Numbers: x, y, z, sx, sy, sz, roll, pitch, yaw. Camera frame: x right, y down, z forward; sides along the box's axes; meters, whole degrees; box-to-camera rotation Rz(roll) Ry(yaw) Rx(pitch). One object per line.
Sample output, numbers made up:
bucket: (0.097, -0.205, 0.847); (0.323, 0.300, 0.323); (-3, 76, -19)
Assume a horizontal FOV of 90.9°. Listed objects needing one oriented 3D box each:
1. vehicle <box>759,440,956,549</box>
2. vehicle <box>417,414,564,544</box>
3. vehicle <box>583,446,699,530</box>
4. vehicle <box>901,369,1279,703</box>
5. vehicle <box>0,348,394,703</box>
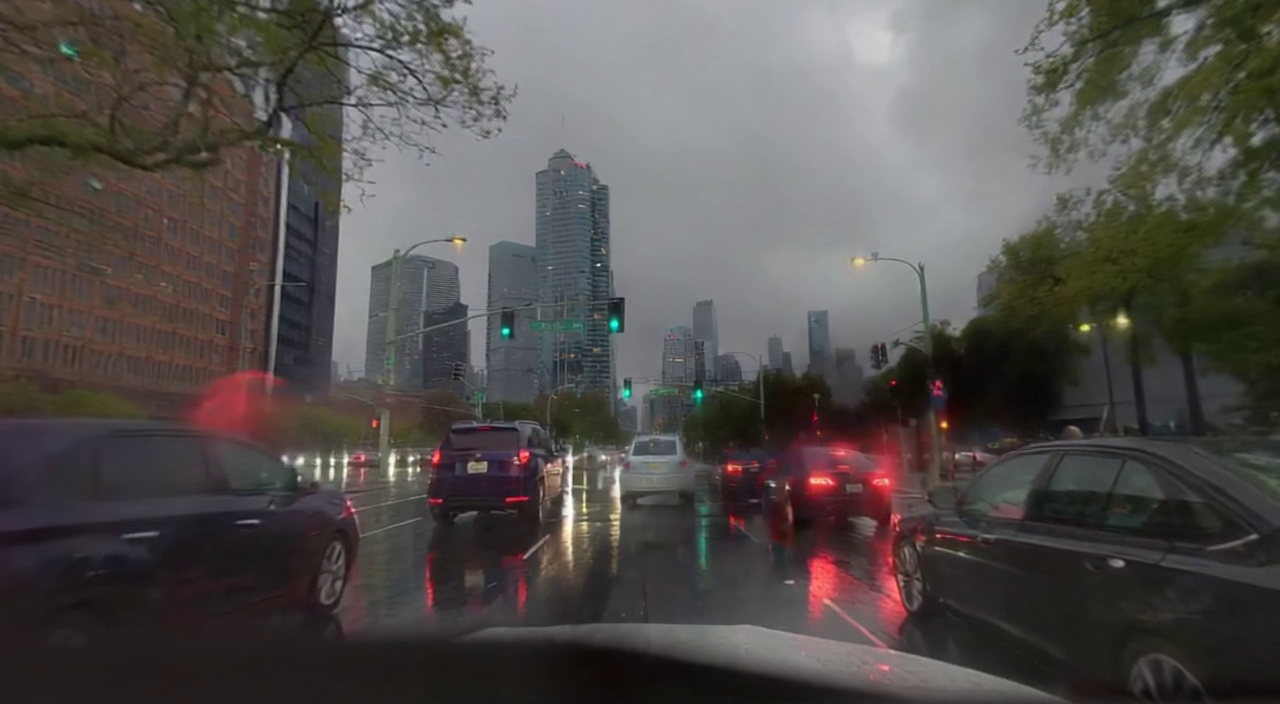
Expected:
vehicle: (3.541, 2.380, 11.332); (1.973, 1.537, 4.533); (0, -8, 1)
vehicle: (-2.594, 2.279, 11.886); (1.683, 2.039, 3.703); (0, -8, 3)
vehicle: (0.045, 2.672, 13.009); (2.031, 1.461, 3.763); (0, -8, 1)
vehicle: (3.330, 1.036, 3.239); (2.179, 1.631, 4.173); (0, -8, 0)
vehicle: (-3.378, 1.108, 3.894); (2.046, 1.744, 4.407); (0, -8, -2)
